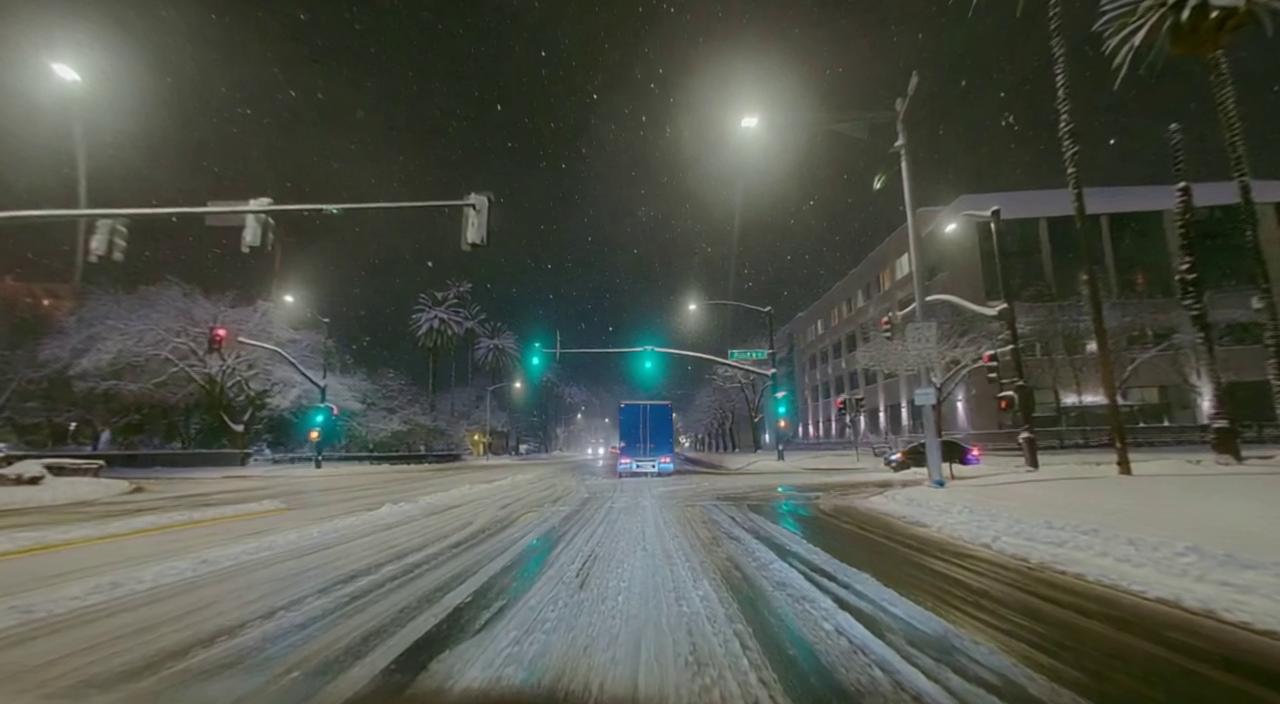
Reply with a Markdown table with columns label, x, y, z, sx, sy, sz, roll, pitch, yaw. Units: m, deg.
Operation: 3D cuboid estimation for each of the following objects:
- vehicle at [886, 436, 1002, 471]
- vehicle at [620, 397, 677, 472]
| label | x | y | z | sx | sy | sz | roll | pitch | yaw |
| --- | --- | --- | --- | --- | --- | --- | --- | --- | --- |
| vehicle | 13.710 | 4.608 | 28.531 | 4.270 | 1.520 | 1.931 | 0 | -9 | 2 |
| vehicle | 0.274 | 5.263 | 39.119 | 2.992 | 3.949 | 11.815 | 0 | -9 | -2 |
